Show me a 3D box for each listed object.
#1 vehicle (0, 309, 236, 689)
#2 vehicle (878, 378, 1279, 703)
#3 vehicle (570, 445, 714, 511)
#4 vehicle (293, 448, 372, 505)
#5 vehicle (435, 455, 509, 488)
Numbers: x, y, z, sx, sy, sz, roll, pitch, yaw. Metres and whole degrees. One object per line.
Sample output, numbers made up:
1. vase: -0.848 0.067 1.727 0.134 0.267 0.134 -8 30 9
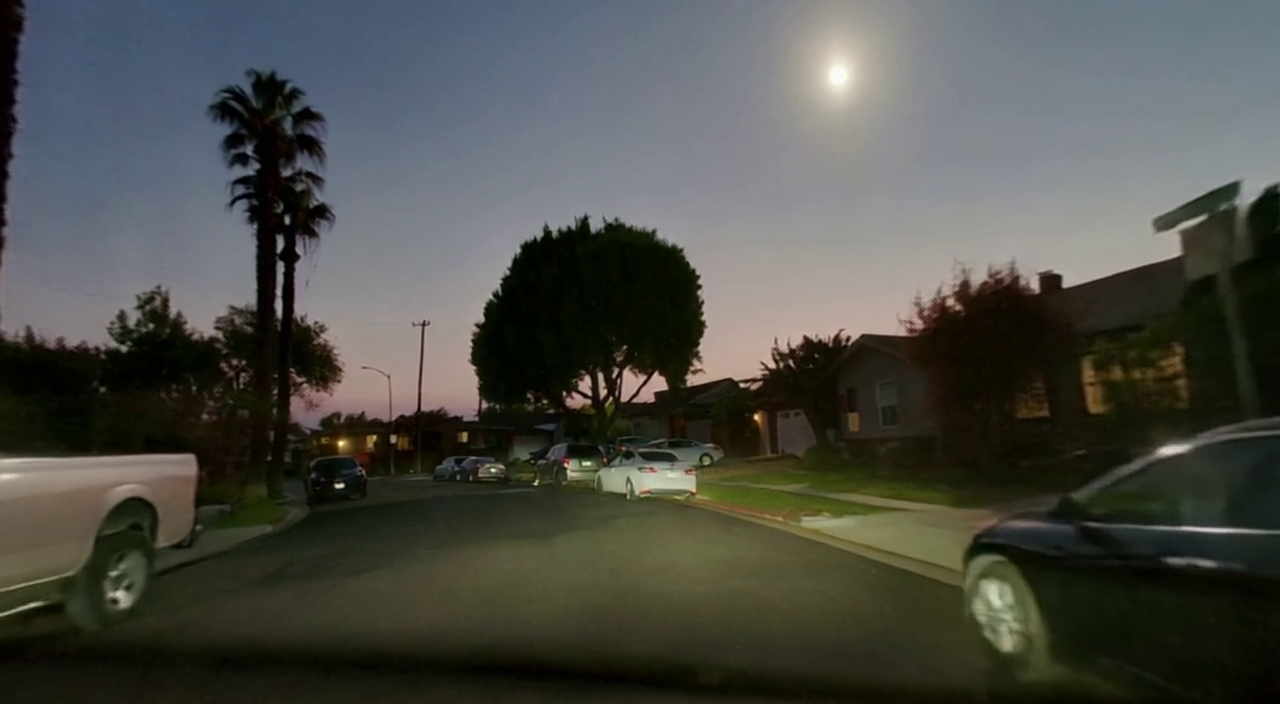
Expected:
1. vehicle: -5.014 0.919 3.277 2.337 2.289 6.092 -7 -8 -7
2. vehicle: 2.872 0.908 2.327 1.927 1.522 4.728 0 -8 -3
3. vehicle: -0.152 3.295 17.197 2.108 1.503 4.977 3 -9 -23
4. vehicle: -12.120 4.808 24.636 2.026 1.816 4.532 1 -9 -36
5. vehicle: -8.963 6.282 33.400 2.006 1.484 4.768 7 -11 -38
